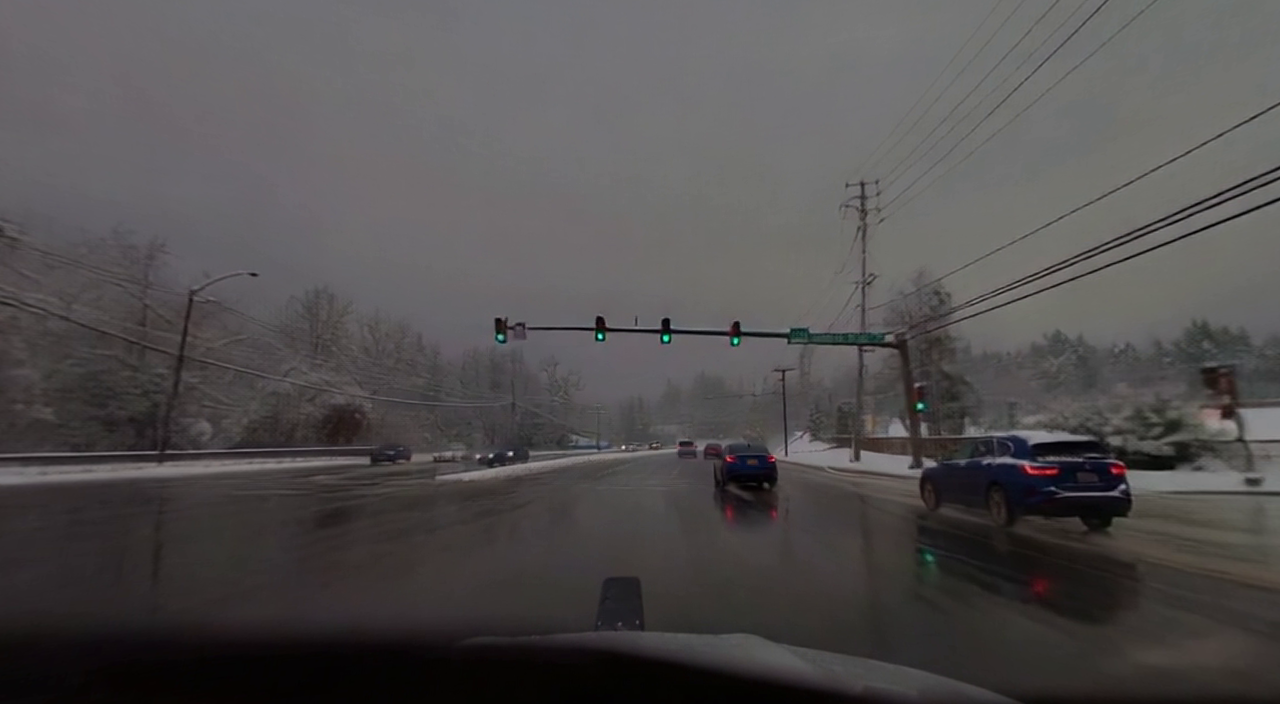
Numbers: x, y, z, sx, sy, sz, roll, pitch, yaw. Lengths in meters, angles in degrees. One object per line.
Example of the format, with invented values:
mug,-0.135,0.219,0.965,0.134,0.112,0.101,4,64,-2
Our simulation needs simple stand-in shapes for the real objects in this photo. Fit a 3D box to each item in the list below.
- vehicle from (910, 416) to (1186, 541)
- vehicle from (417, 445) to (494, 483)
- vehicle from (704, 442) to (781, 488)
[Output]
vehicle,6.896,2.167,11.448,2.029,1.795,4.371,0,-8,0
vehicle,-8.342,5.065,29.092,1.933,1.502,4.946,0,-8,2
vehicle,3.473,3.926,22.319,2.035,1.460,4.392,0,-8,1
